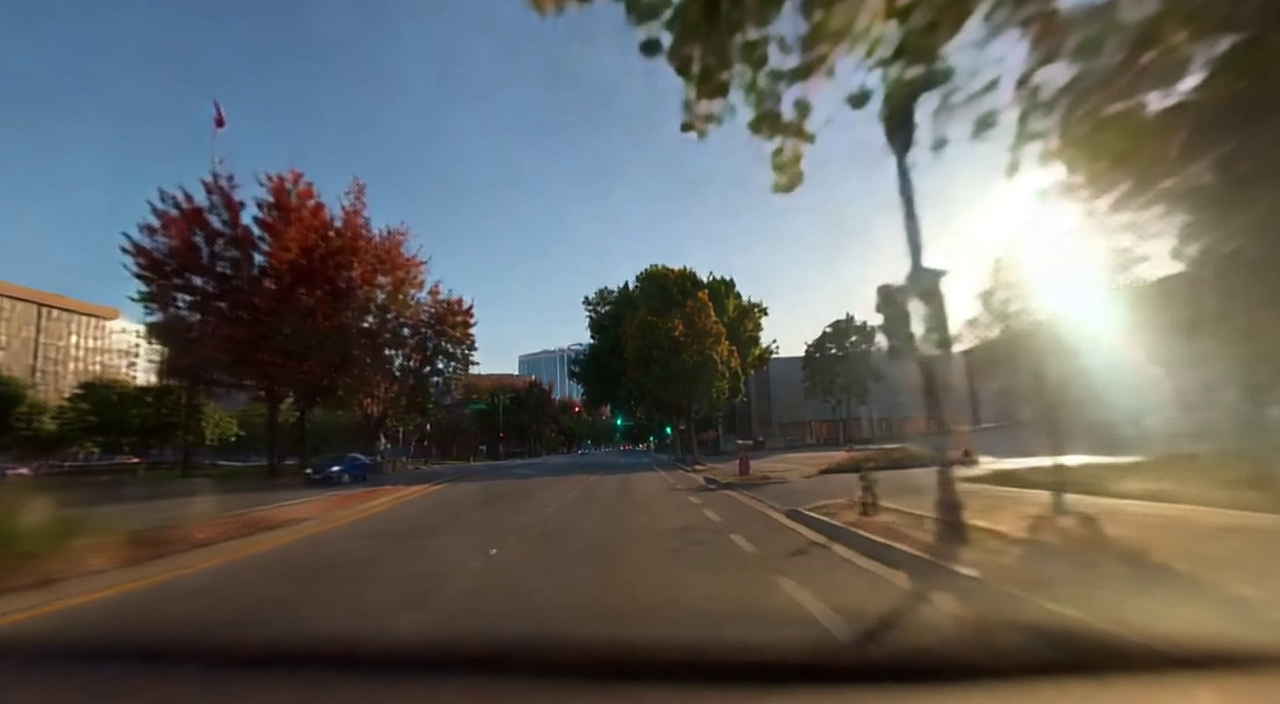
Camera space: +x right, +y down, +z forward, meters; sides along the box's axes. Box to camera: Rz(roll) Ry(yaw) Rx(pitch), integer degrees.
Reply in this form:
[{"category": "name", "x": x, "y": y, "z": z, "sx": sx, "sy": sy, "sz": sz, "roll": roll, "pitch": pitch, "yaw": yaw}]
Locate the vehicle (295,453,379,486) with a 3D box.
[{"category": "vehicle", "x": -14.891, "y": 5.773, "z": 31.360, "sx": 1.898, "sy": 1.469, "sz": 4.577, "roll": 0, "pitch": -9, "yaw": 0}]
